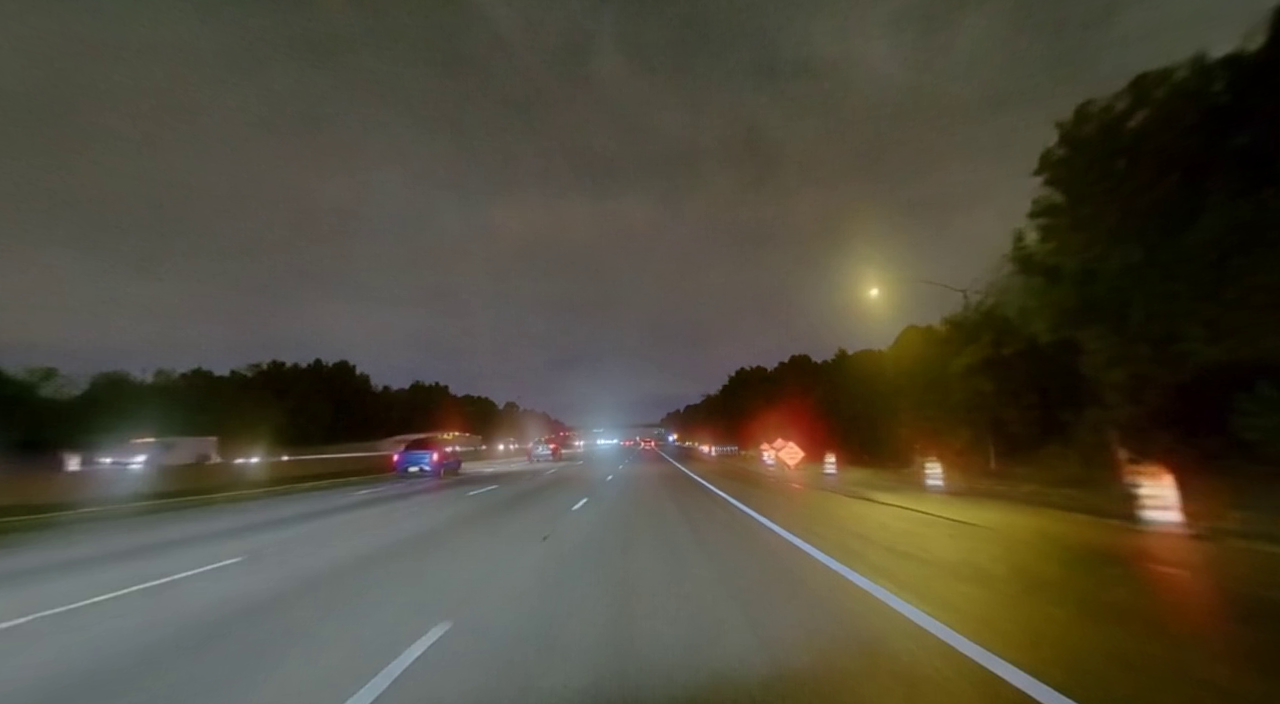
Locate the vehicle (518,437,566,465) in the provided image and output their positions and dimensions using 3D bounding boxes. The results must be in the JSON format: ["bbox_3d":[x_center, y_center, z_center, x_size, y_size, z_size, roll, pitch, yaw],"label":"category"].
[{"bbox_3d":[-6.488,6.619,42.085,2.402,1.733,4.512,0,-9,1],"label":"vehicle"}]

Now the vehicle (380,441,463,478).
[{"bbox_3d":[-9.795,4.862,28.692,2.122,1.511,4.576,0,-9,0],"label":"vehicle"}]

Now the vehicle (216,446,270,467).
[{"bbox_3d":[-30.207,7.934,47.990,1.674,1.475,3.691,0,-9,0],"label":"vehicle"}]

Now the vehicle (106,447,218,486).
[{"bbox_3d":[-19.164,4.564,25.453,1.601,1.423,3.606,0,-9,2],"label":"vehicle"}]
